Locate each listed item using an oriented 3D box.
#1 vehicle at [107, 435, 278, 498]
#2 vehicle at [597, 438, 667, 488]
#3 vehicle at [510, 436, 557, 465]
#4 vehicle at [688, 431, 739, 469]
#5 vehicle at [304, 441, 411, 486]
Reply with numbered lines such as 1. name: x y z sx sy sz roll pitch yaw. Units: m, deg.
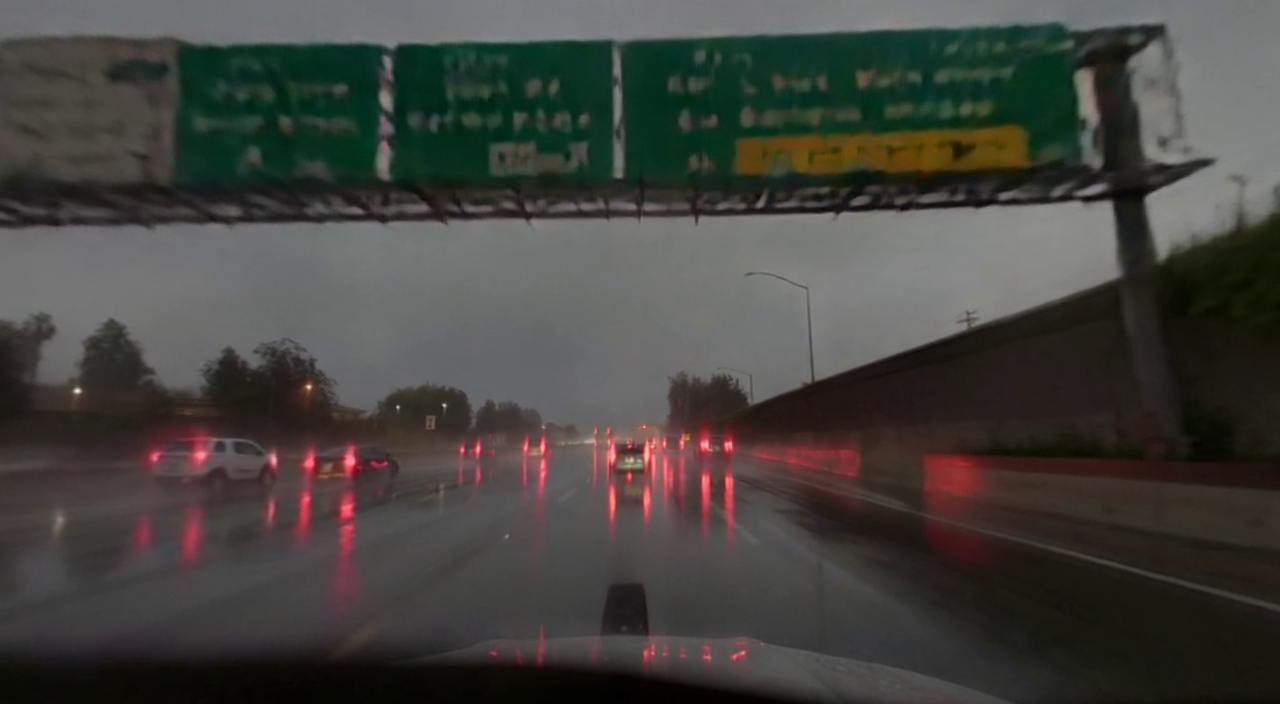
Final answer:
1. vehicle: -13.750 3.524 19.809 2.045 1.712 4.457 0 -8 1
2. vehicle: -0.189 3.564 20.655 2.042 1.446 4.269 0 -8 1
3. vehicle: -6.534 6.124 39.155 2.060 1.669 4.242 0 -8 1
4. vehicle: 3.612 4.930 31.945 2.001 1.771 4.250 0 -8 -1
5. vehicle: -10.481 4.147 23.802 1.961 1.510 4.260 0 -8 1
